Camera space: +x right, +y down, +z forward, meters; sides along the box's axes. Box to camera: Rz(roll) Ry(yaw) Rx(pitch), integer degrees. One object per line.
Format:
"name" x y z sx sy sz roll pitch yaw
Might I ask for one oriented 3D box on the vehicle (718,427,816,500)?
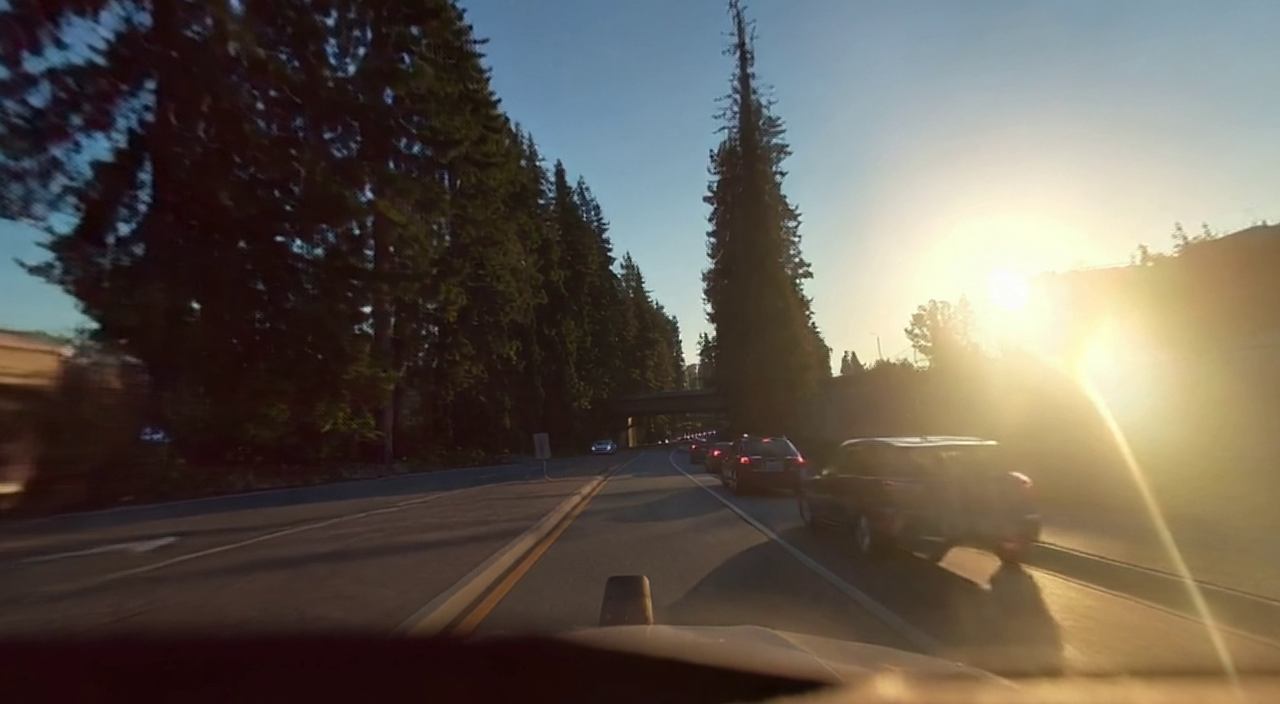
"vehicle" 3.607 3.261 18.770 1.985 1.895 4.496 0 -9 0

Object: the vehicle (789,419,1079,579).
"vehicle" 3.655 1.891 8.954 1.972 1.682 4.397 0 -9 0
